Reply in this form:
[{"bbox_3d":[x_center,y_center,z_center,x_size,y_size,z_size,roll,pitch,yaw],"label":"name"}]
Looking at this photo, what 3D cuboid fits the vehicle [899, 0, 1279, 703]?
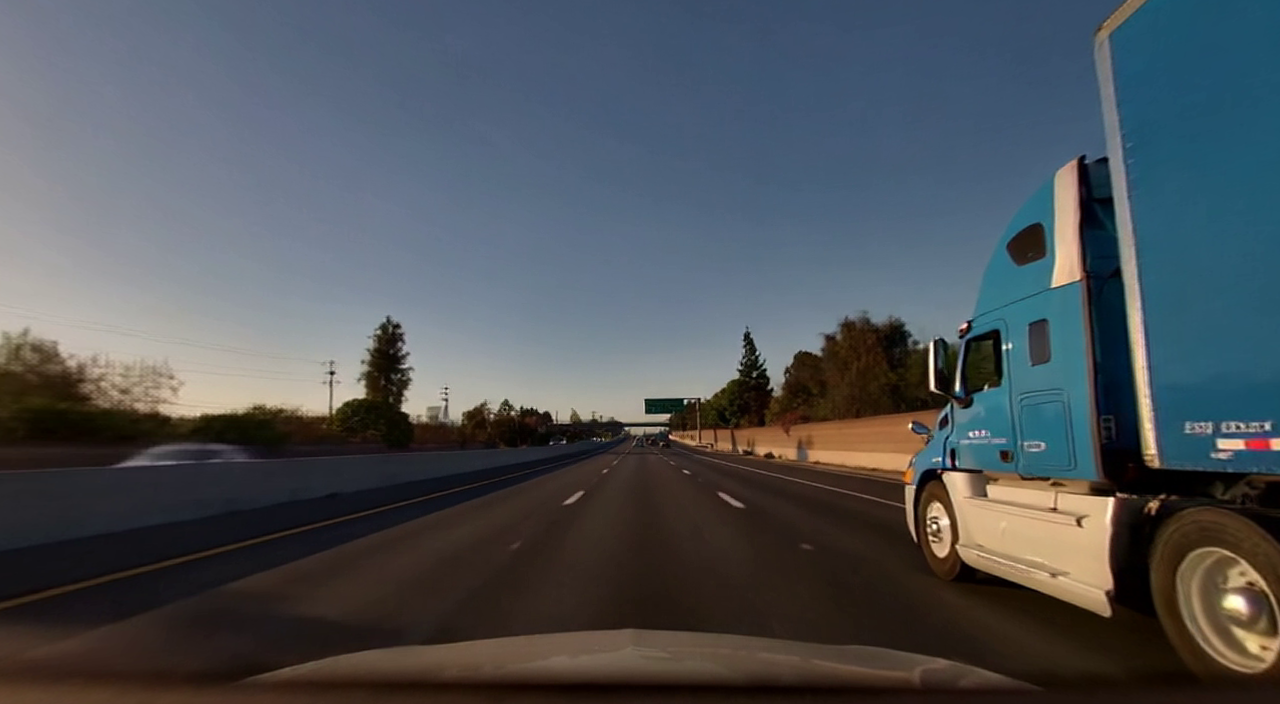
[{"bbox_3d":[4.104,-0.362,1.433,3.012,3.768,8.945,0,-8,-1],"label":"vehicle"}]
